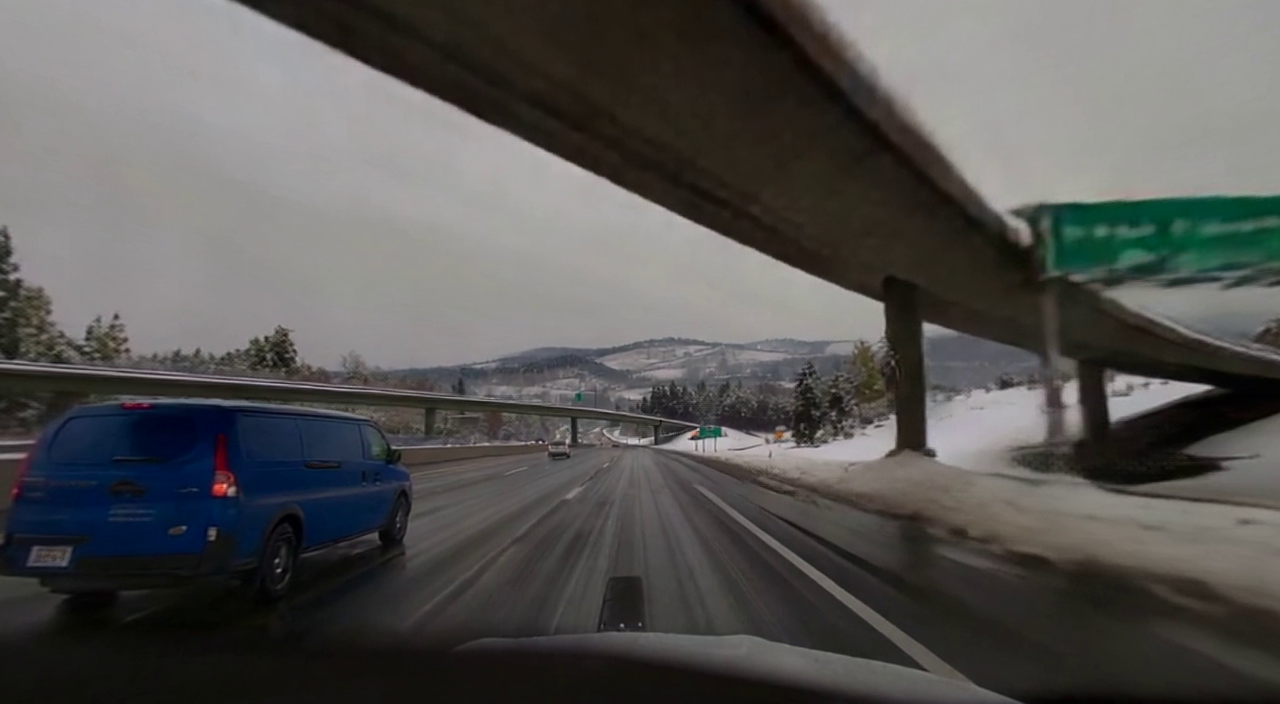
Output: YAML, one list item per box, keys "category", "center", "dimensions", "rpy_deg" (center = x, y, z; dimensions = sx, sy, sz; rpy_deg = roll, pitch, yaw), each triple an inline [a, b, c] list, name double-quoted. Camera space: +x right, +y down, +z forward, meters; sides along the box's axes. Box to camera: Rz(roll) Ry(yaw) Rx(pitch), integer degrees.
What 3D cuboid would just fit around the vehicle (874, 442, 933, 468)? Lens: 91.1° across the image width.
- category: "vehicle"
  center: [18.712, 7.326, 44.888]
  dimensions: [2.294, 1.737, 4.708]
  rpy_deg: [0, -8, 2]
